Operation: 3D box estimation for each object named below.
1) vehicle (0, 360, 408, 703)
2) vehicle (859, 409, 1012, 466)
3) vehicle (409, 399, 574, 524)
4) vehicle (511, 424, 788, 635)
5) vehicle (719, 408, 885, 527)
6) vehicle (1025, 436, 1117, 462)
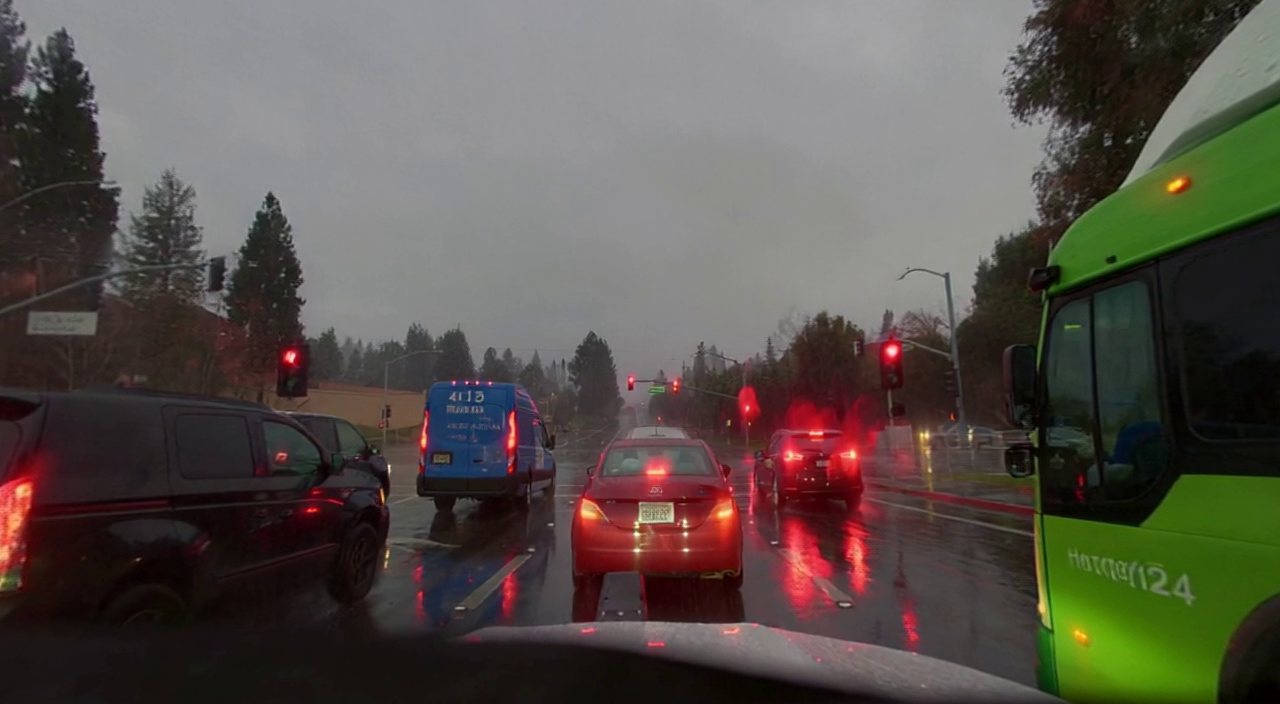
[{"bbox_3d":[-3.411,1.173,4.633,1.921,1.701,3.989,0,-8,-1],"label":"vehicle"},{"bbox_3d":[17.593,5.129,37.928,7.839,3.213,2.628,0,-8,-3],"label":"vehicle"},{"bbox_3d":[-2.931,2.352,13.984,2.335,2.221,5.165,0,-8,1],"label":"vehicle"},{"bbox_3d":[0.061,1.548,6.417,1.976,1.485,3.624,0,-8,0],"label":"vehicle"},{"bbox_3d":[3.146,2.399,13.669,2.143,2.036,5.367,0,-8,0],"label":"vehicle"},{"bbox_3d":[25.878,5.826,37.992,4.229,1.489,1.794,0,-8,-2],"label":"vehicle"}]
